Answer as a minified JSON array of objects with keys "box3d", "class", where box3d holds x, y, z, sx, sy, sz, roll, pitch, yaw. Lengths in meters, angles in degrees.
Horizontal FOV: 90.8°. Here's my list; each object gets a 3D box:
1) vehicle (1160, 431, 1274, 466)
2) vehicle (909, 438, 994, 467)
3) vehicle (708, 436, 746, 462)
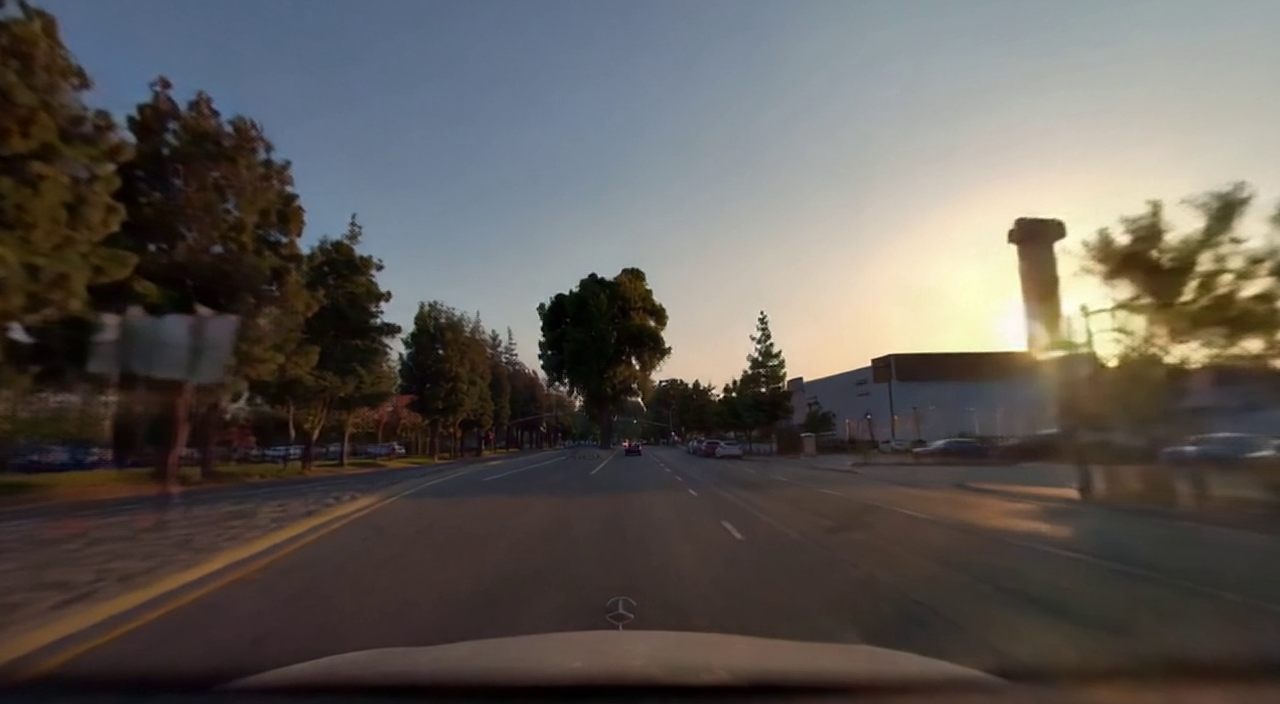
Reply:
[{"box3d":[30.928,5.200,33.938,4.454,1.778,2.070,1,-9,-10],"class":"vehicle"},{"box3d":[17.775,5.746,36.101,3.923,1.575,1.882,2,-9,-12],"class":"vehicle"},{"box3d":[6.252,7.074,46.017,1.985,1.758,4.523,0,-9,-2],"class":"vehicle"}]
